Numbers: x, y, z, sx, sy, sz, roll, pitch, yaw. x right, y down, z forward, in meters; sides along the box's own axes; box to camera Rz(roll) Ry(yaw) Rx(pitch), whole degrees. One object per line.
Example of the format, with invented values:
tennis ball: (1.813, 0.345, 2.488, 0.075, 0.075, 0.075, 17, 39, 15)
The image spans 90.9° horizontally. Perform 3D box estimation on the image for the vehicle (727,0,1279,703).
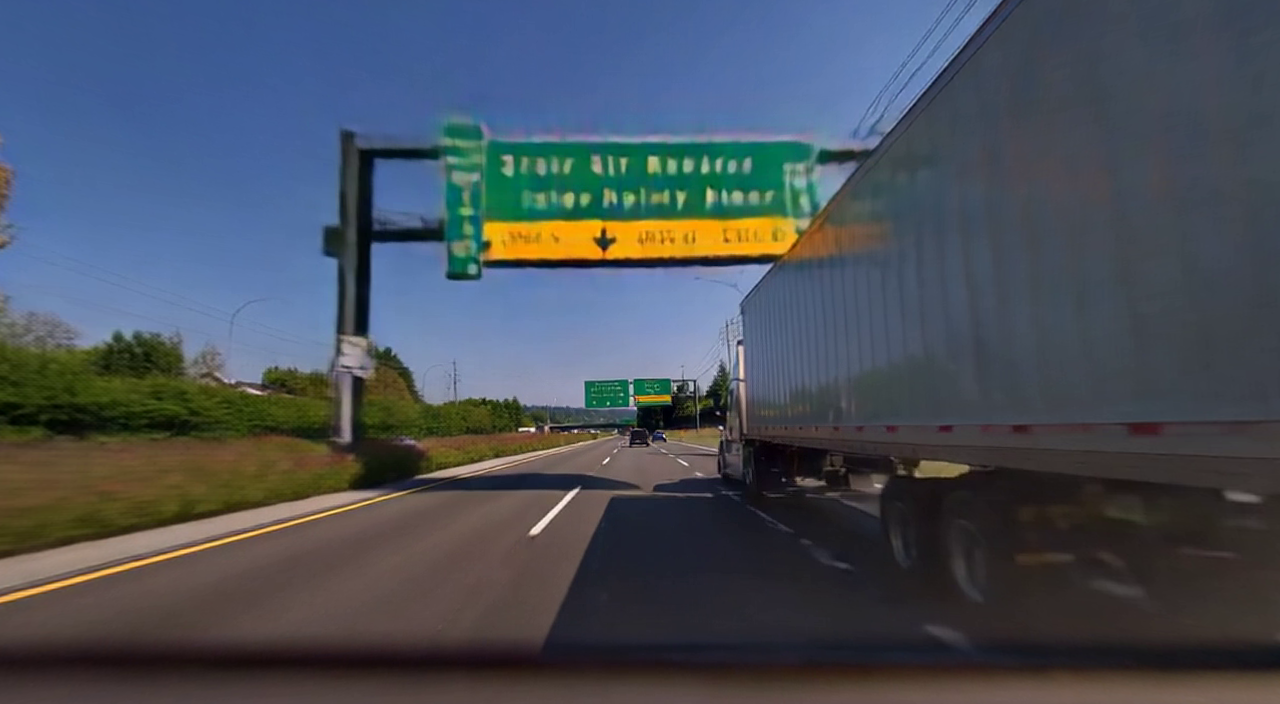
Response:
vehicle: (3.676, 0.252, 7.839, 2.944, 3.973, 13.227, 0, -8, -1)
